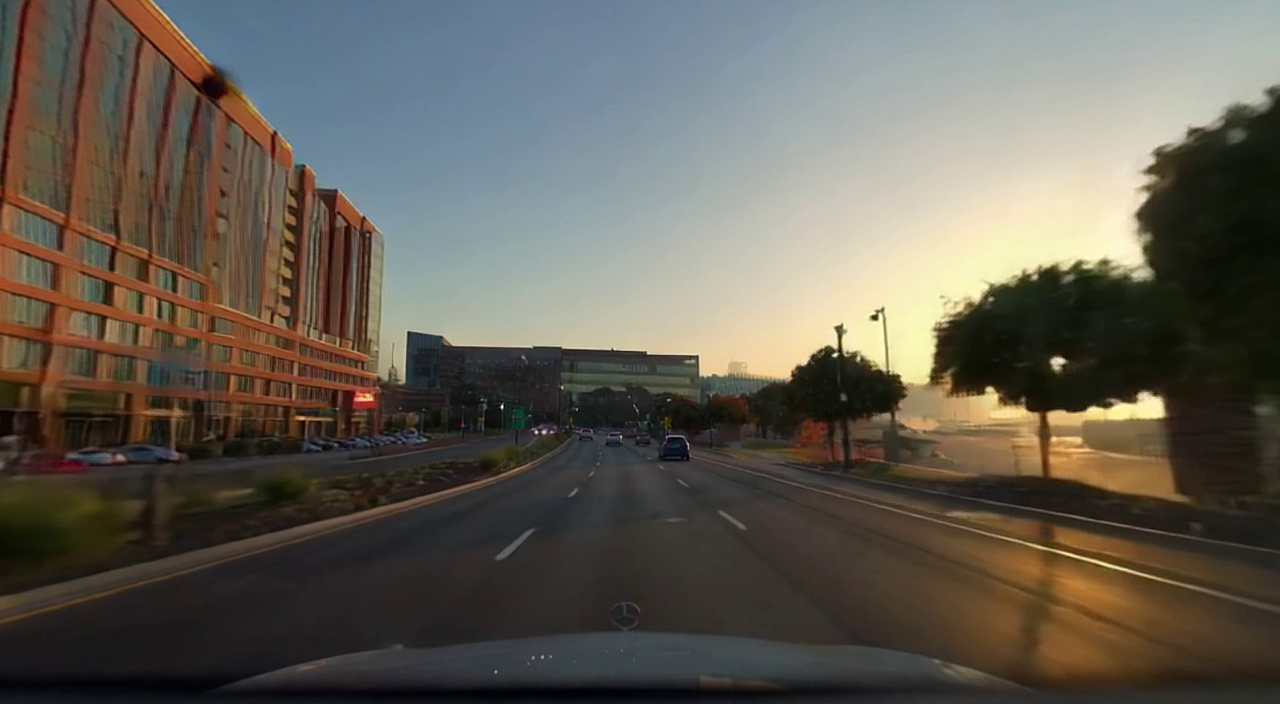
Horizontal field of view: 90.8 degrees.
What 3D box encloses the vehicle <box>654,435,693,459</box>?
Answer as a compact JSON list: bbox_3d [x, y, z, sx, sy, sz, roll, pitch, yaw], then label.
[{"bbox_3d":[2.149,6.243,41.510,2.090,1.506,4.382,0,-8,-3],"label":"vehicle"}]
